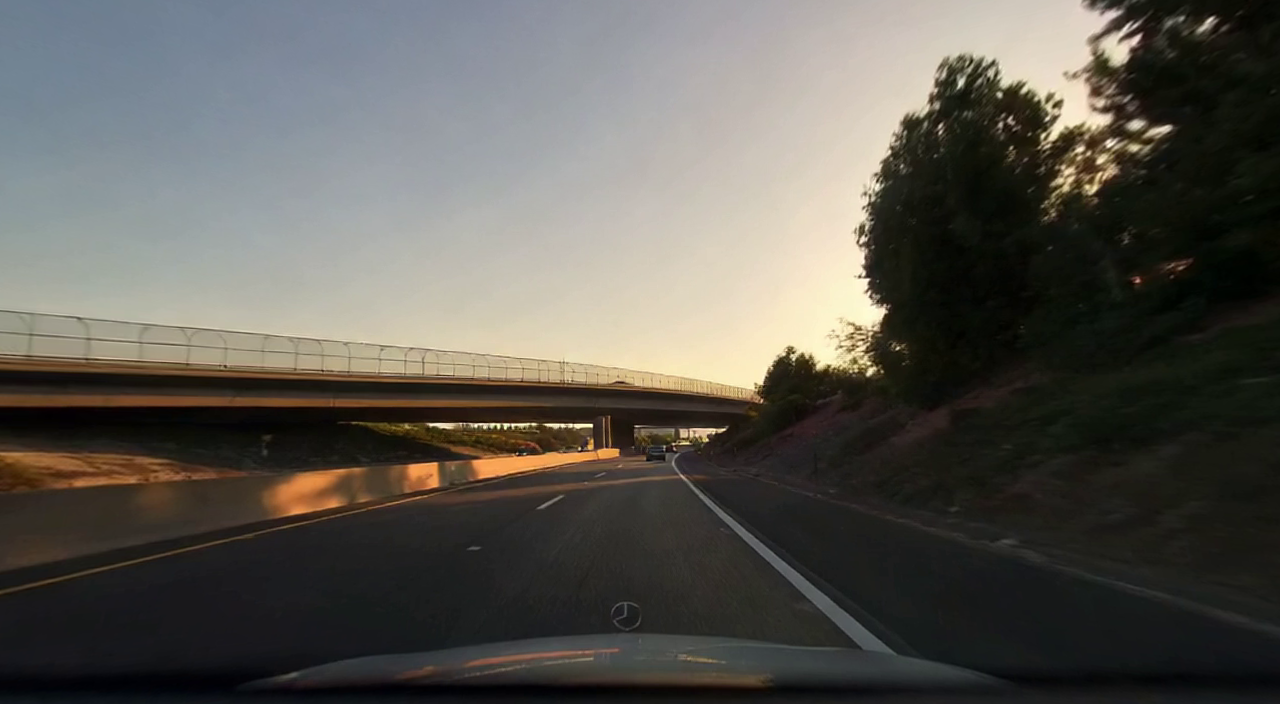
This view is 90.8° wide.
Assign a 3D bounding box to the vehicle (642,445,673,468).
[{"bbox_3d":[1.314,7.730,46.949,2.221,1.603,4.149,0,-9,2],"label":"vehicle"}]
